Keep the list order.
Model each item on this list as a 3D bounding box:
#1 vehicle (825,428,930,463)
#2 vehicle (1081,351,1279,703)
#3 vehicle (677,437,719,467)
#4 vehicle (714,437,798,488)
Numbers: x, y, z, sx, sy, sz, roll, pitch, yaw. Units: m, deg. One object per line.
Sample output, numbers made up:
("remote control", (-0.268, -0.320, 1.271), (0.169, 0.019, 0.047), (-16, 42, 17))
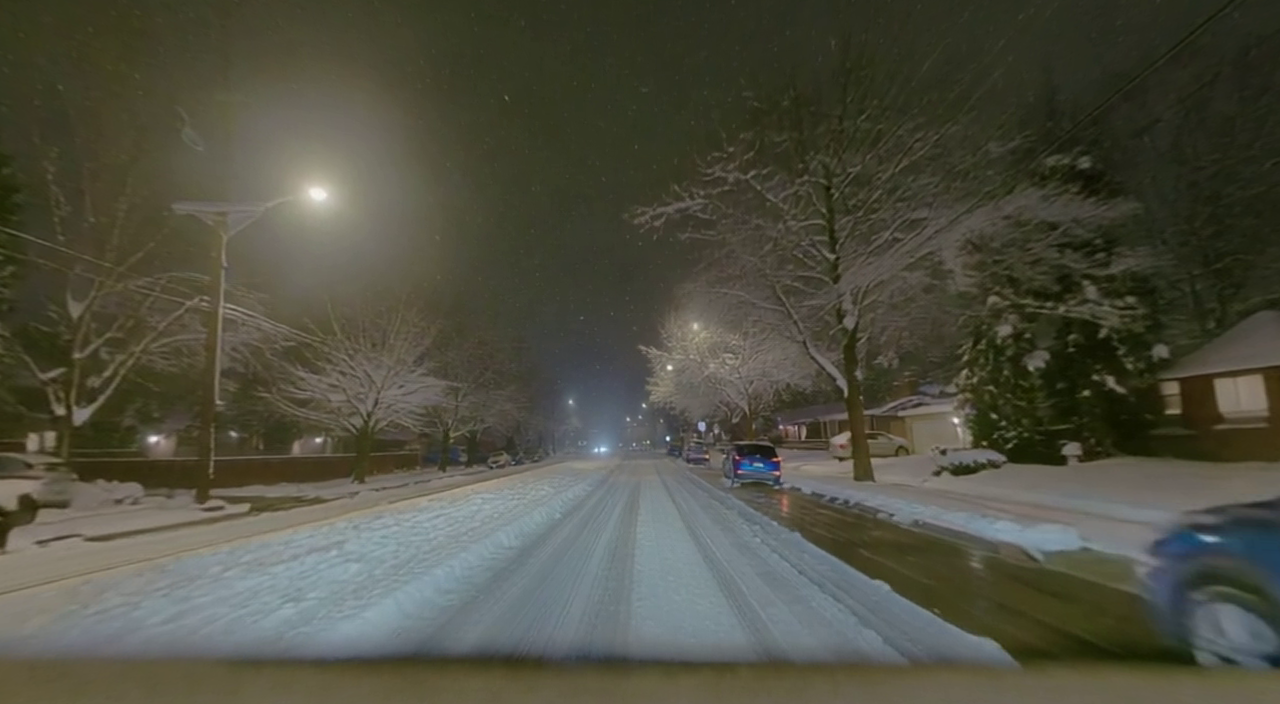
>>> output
("vehicle", (12.206, 4.847, 32.680), (4.660, 1.749, 1.893), (0, -8, -2))
("vehicle", (4.040, 0.750, 1.743), (2.139, 1.827, 4.791), (0, -8, 0))
("vehicle", (3.989, 7.019, 44.613), (2.319, 1.938, 5.961), (1, -8, -1))
("vehicle", (4.137, 4.020, 23.365), (2.173, 1.656, 4.514), (0, -8, -1))
